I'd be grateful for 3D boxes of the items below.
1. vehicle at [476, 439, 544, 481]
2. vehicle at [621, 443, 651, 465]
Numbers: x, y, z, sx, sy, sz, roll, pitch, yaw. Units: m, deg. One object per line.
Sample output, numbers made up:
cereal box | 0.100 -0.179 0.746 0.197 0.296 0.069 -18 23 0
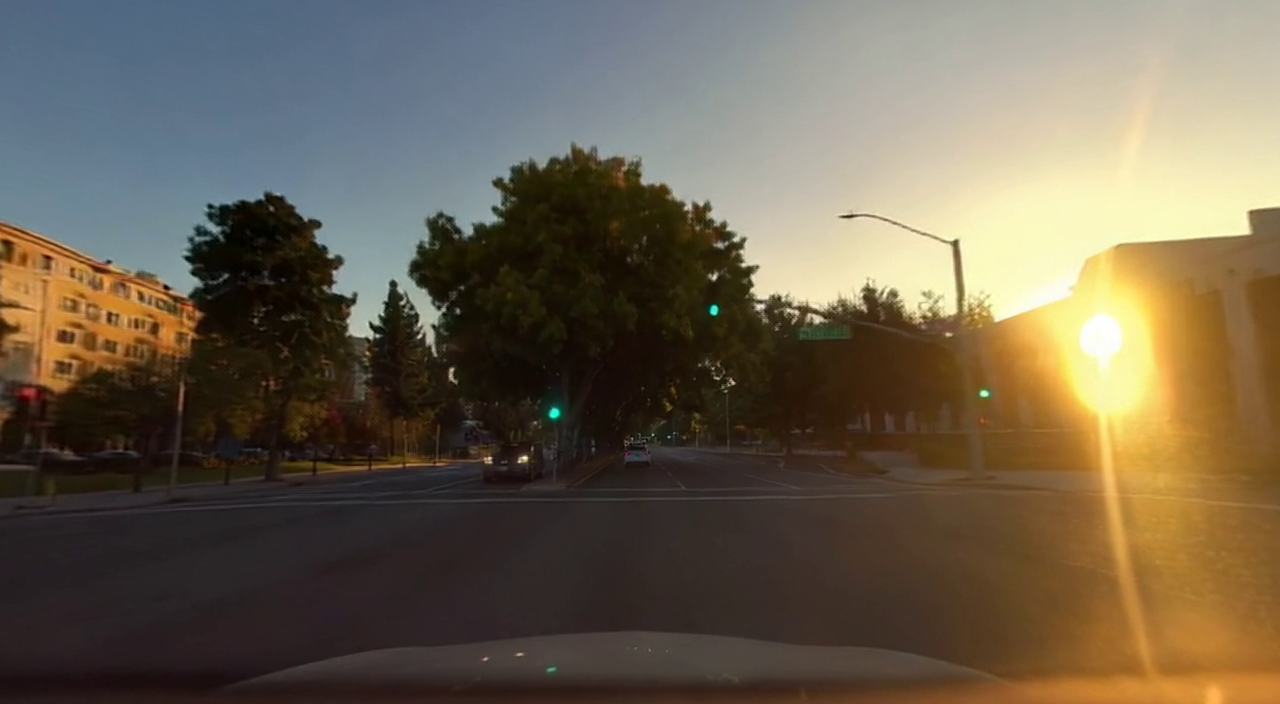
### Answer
vehicle | -5.467 4.590 27.020 2.016 1.631 4.148 0 -9 0
vehicle | -0.307 7.254 44.914 2.064 1.477 3.968 0 -9 -1
